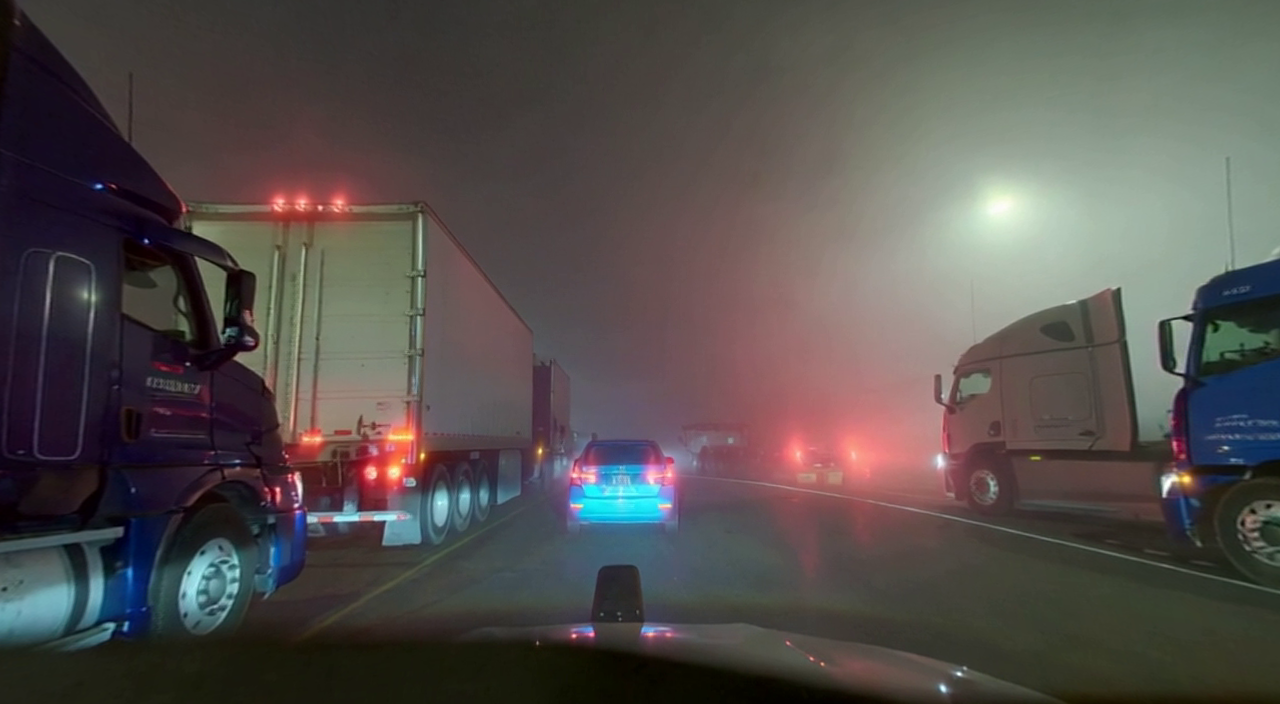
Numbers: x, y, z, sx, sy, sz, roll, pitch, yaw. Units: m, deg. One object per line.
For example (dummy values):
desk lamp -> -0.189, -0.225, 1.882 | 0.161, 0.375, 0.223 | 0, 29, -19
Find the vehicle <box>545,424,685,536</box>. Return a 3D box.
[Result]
vehicle -> -0.405, 2.270, 11.640 | 2.140, 1.682, 3.971 | 0, -9, -1

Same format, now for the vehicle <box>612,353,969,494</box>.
vehicle -> 4.614, 3.035, 24.811 | 2.877, 4.124, 14.516 | 4, -10, -41

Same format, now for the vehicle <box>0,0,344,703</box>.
vehicle -> -3.961, -0.170, 0.643 | 2.986, 3.391, 9.523 | 0, -9, -2

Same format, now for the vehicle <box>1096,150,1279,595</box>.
vehicle -> 11.159, -0.340, 3.272 | 13.564, 4.152, 3.110 | -9, -12, 42

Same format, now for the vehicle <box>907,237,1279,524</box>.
vehicle -> 10.743, 0.481, 9.890 | 11.409, 4.186, 2.923 | -8, -12, 41
